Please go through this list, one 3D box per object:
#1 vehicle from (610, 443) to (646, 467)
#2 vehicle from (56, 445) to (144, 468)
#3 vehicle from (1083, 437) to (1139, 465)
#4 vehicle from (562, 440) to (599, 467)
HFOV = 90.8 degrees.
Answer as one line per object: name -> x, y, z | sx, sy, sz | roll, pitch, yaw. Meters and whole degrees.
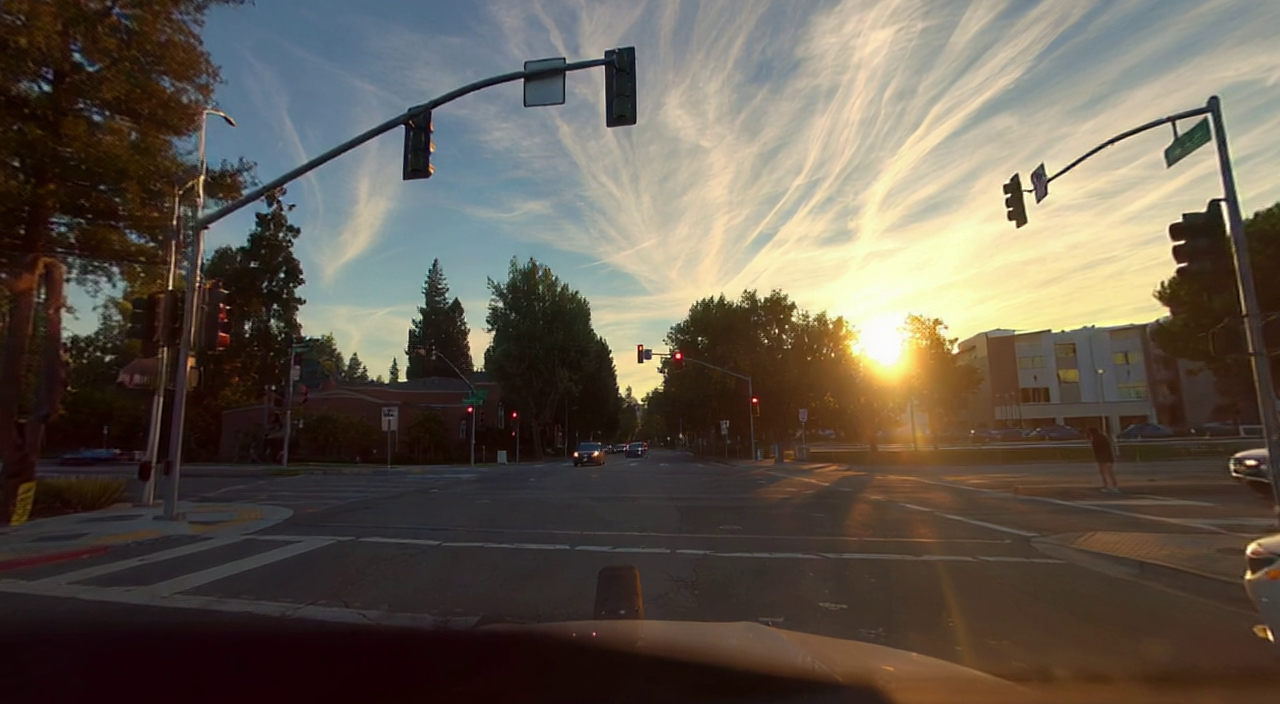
vehicle -> -0.847, 6.832, 41.988 | 2.056, 1.492, 3.937 | 1, -9, -6
vehicle -> -35.059, 6.804, 41.041 | 4.628, 1.414, 1.897 | -2, -9, 14
vehicle -> 26.979, 5.661, 36.140 | 2.092, 1.474, 4.046 | -8, -11, 41
vehicle -> -4.105, 7.101, 44.286 | 2.251, 1.756, 4.610 | 0, -9, -2
